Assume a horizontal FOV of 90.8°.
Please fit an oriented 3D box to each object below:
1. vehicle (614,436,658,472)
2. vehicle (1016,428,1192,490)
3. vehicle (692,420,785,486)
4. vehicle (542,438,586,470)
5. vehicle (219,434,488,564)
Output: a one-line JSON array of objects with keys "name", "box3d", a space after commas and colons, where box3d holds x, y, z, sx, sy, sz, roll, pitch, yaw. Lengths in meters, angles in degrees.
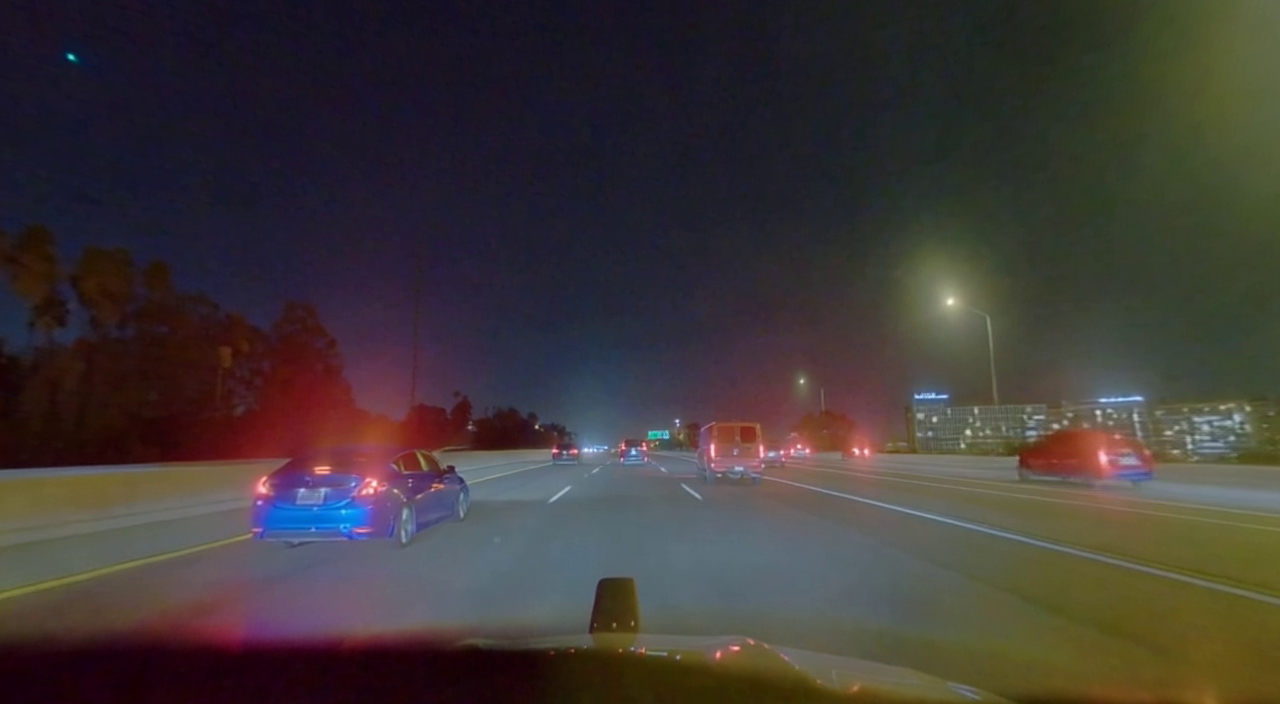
[{"name": "vehicle", "box3d": [-0.228, 5.475, 33.927, 2.212, 1.786, 4.198, 0, -9, -1]}, {"name": "vehicle", "box3d": [14.466, 3.379, 20.178, 2.010, 1.721, 4.871, 0, -9, 2]}, {"name": "vehicle", "box3d": [3.374, 3.658, 22.981, 2.250, 2.074, 5.723, 0, -9, -2]}, {"name": "vehicle", "box3d": [-4.514, 6.135, 38.096, 2.109, 1.793, 4.613, 0, -9, 0]}, {"name": "vehicle", "box3d": [-3.816, 2.015, 9.481, 1.991, 1.469, 4.381, 0, -9, 0]}]
